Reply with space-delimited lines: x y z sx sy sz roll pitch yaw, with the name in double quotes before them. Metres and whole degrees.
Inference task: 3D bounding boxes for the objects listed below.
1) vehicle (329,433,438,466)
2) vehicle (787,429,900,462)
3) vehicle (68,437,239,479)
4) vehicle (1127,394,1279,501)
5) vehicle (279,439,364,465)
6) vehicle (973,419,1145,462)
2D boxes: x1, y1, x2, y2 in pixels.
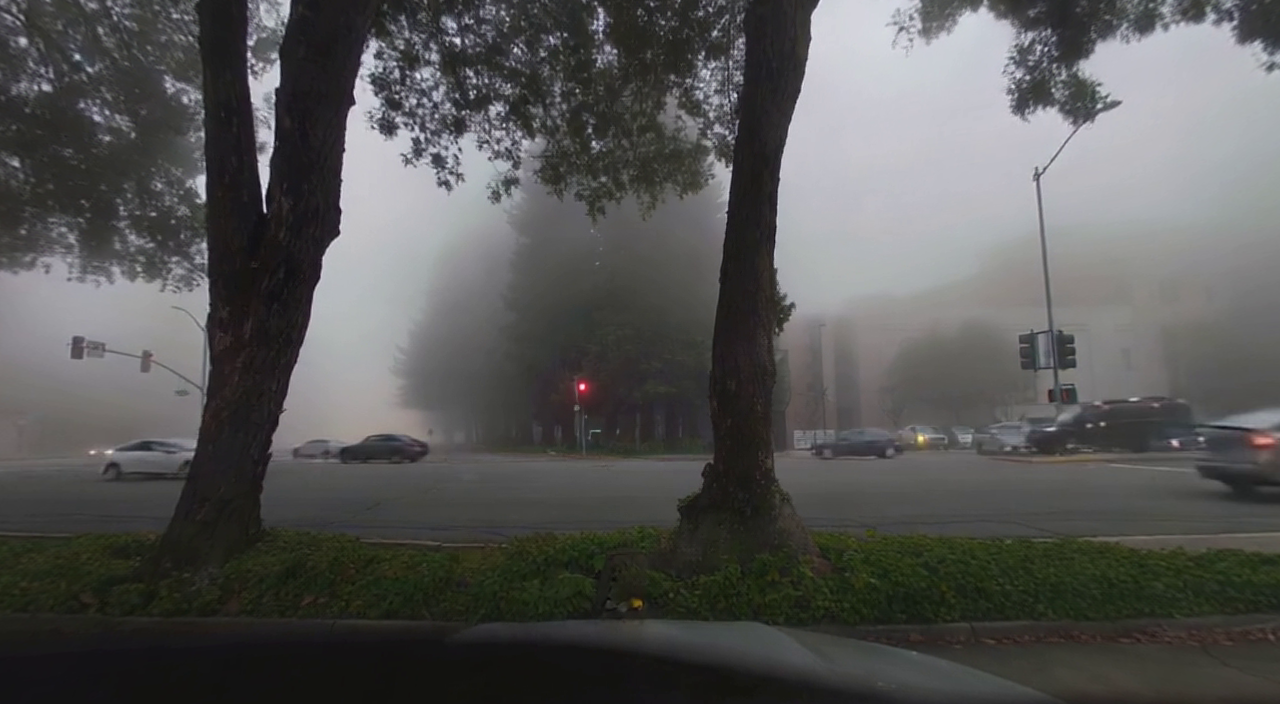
"vehicle" -12.920 4.942 31.971 4.677 1.593 2.029 -2 -9 10
"vehicle" 9.476 4.420 29.870 4.860 1.441 1.934 -2 -9 12
"vehicle" -17.617 3.829 22.995 4.836 1.445 2.057 -1 -9 9
"vehicle" 11.964 1.647 10.985 4.959 1.715 2.162 -2 -9 11
"vehicle" -20.063 6.303 39.843 4.488 1.536 1.849 -2 -8 10
"vehicle" 15.028 3.221 22.949 4.749 1.461 1.892 -1 -9 9
